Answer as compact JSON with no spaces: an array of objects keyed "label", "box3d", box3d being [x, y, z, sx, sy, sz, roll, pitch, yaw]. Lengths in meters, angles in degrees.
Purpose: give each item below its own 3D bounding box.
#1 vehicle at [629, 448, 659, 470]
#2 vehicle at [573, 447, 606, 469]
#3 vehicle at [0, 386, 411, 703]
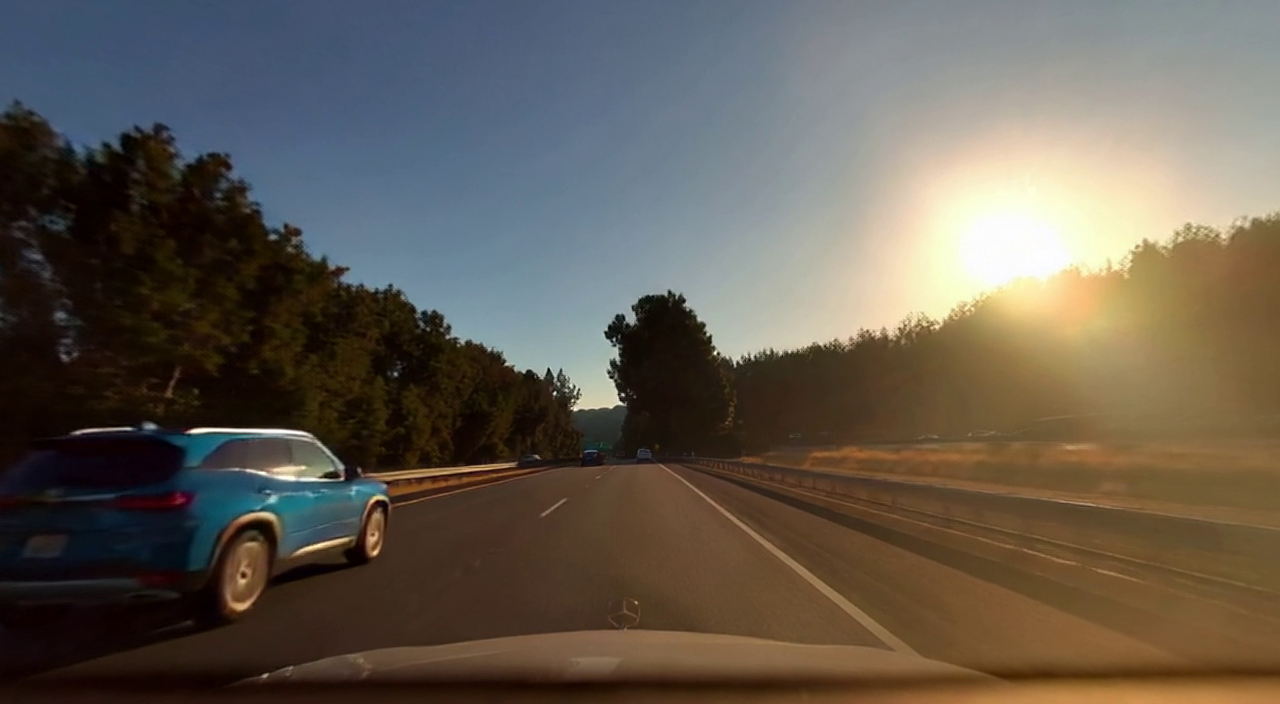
[{"label":"vehicle","box3d":[0.269,7.658,45.234,2.046,1.452,4.407,0,-9,0]},{"label":"vehicle","box3d":[-3.911,8.296,49.752,2.182,1.629,4.263,0,-9,1]},{"label":"vehicle","box3d":[-3.829,1.326,5.440,2.100,1.667,4.223,0,-9,0]}]
